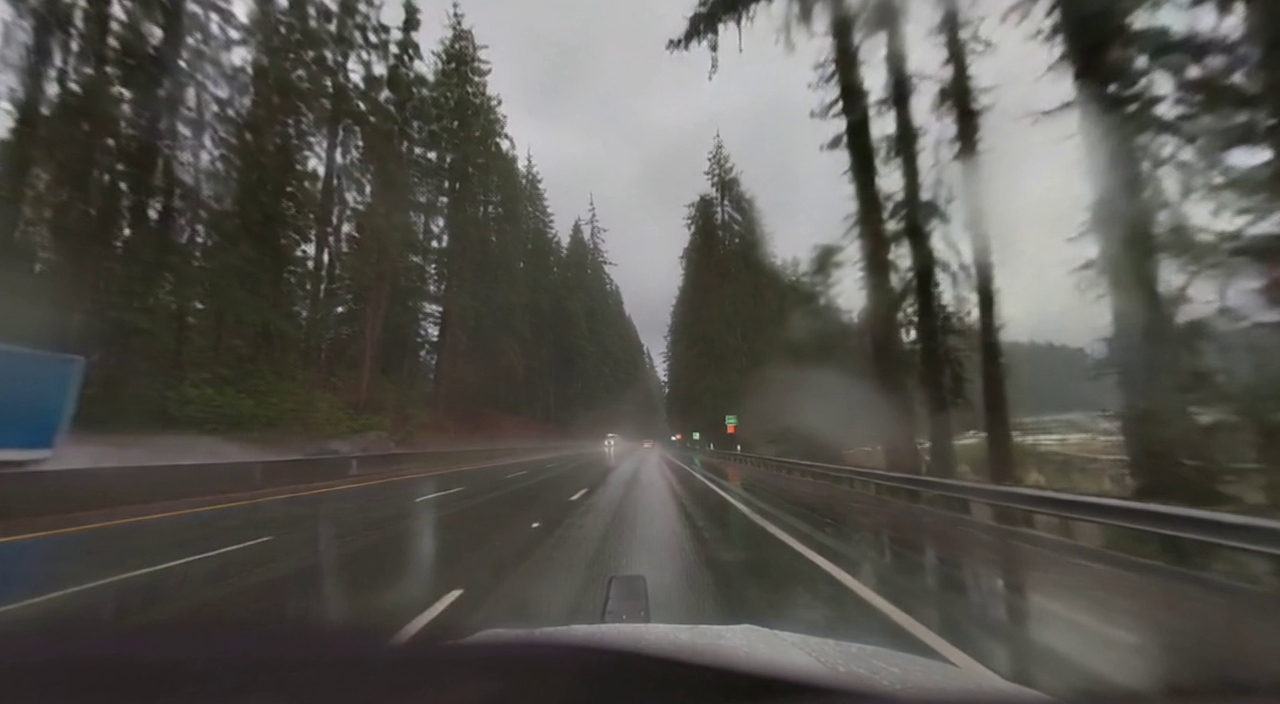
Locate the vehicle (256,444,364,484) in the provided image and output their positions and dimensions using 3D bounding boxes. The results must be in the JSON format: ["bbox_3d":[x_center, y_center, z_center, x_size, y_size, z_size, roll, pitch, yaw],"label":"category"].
[{"bbox_3d":[-13.179,4.449,25.510,2.009,1.454,4.294,0,-8,0],"label":"vehicle"}]
